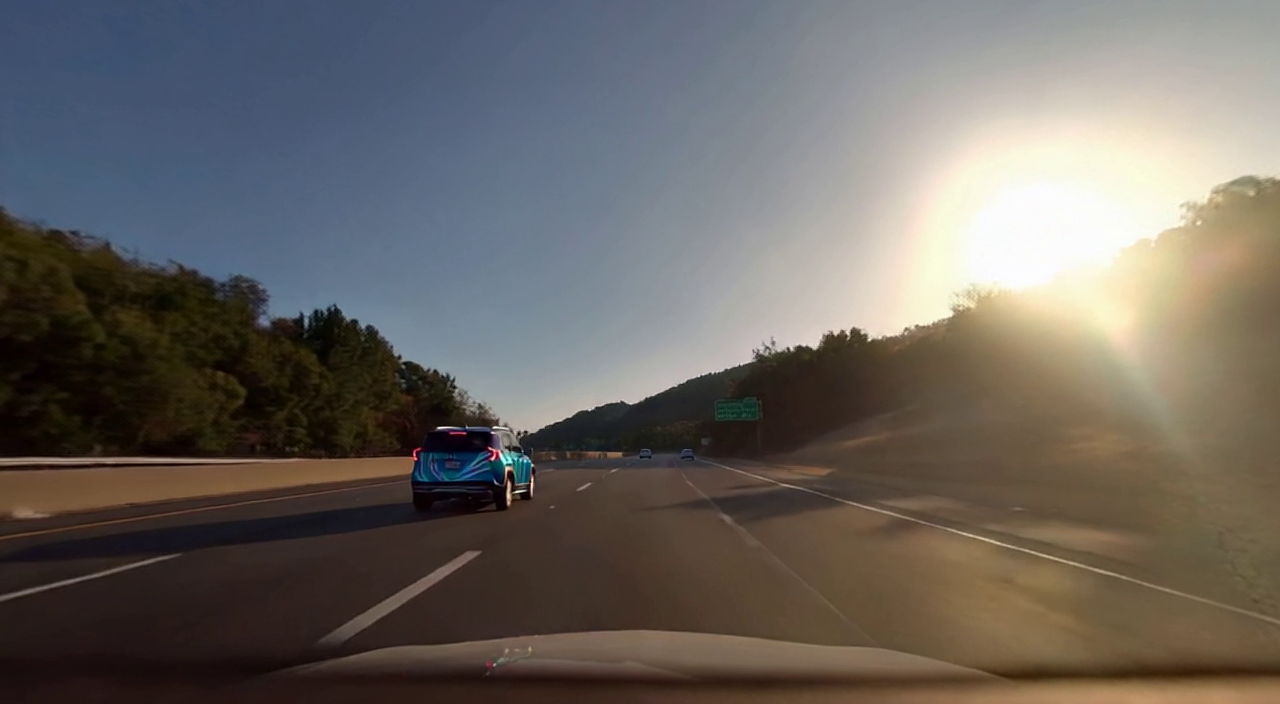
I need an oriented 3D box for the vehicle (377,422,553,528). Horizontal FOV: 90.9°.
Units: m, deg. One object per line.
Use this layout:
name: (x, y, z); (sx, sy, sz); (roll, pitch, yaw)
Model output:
vehicle: (-3.355, 2.460, 13.260); (2.183, 1.803, 4.685); (0, -8, 2)
